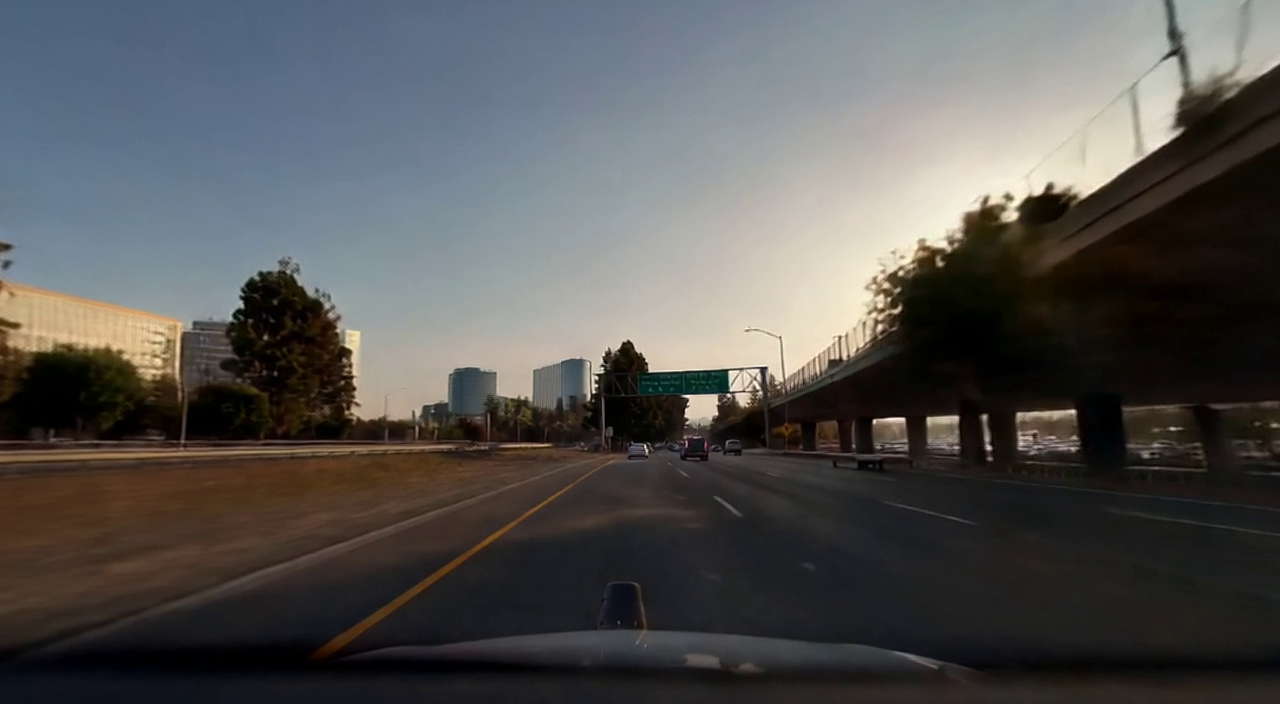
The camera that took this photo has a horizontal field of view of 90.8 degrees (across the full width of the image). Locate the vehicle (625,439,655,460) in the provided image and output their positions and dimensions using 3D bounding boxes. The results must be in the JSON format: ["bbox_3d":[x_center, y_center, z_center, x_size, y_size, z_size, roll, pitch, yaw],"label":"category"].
[{"bbox_3d":[0.065,7.082,45.881,2.046,1.475,3.784,0,-9,2],"label":"vehicle"}]

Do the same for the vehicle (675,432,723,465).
[{"bbox_3d":[3.350,5.617,36.748,2.226,1.779,4.835,0,-9,-1],"label":"vehicle"}]
